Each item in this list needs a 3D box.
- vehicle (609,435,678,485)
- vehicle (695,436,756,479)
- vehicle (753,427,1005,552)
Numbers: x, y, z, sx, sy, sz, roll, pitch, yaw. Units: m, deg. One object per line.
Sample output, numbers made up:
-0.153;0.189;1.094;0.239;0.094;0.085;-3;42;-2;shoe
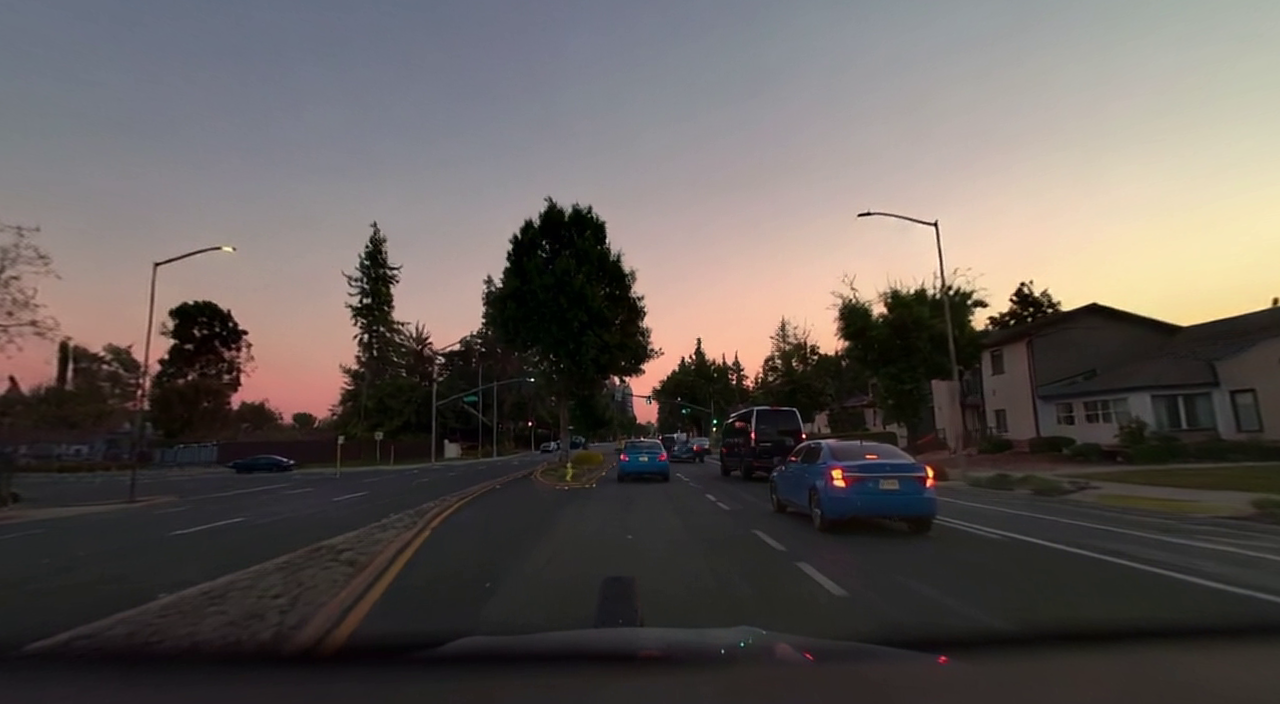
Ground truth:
0.054;3.576;21.141;2.093;1.497;4.010;0;-9;-1;vehicle
3.261;4.082;24.637;1.775;1.499;3.488;0;-9;-2;vehicle
3.369;2.044;10.151;2.161;1.519;4.568;0;-9;-1;vehicle
